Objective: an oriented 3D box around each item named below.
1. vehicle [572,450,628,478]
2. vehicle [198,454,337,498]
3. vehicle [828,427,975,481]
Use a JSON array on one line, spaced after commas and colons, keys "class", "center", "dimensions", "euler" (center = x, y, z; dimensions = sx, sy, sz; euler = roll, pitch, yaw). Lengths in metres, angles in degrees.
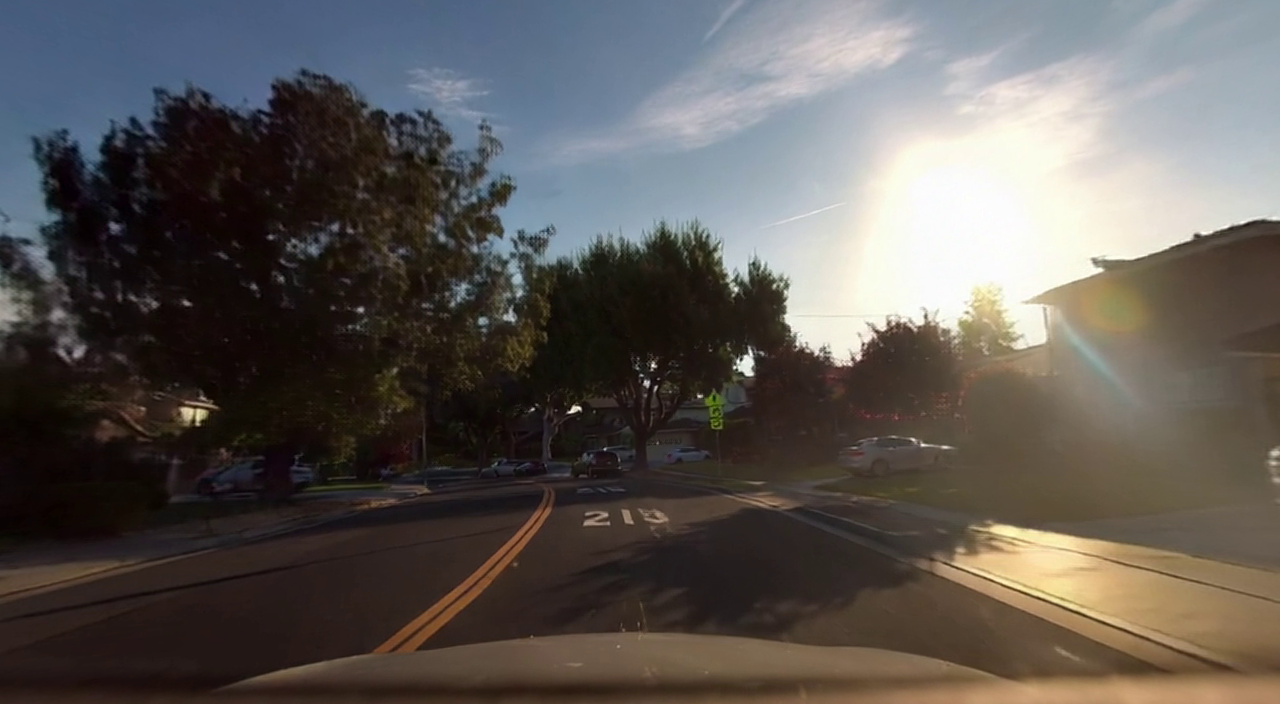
[{"class": "vehicle", "center": [-2.486, 6.670, 37.920], "dimensions": [2.181, 1.494, 5.023], "euler": [2, -9, -18]}, {"class": "vehicle", "center": [-15.170, 5.039, 26.049], "dimensions": [4.664, 1.580, 1.973], "euler": [3, -9, -23]}, {"class": "vehicle", "center": [8.900, 3.452, 21.598], "dimensions": [4.284, 1.522, 1.893], "euler": [-1, -8, -17]}]
